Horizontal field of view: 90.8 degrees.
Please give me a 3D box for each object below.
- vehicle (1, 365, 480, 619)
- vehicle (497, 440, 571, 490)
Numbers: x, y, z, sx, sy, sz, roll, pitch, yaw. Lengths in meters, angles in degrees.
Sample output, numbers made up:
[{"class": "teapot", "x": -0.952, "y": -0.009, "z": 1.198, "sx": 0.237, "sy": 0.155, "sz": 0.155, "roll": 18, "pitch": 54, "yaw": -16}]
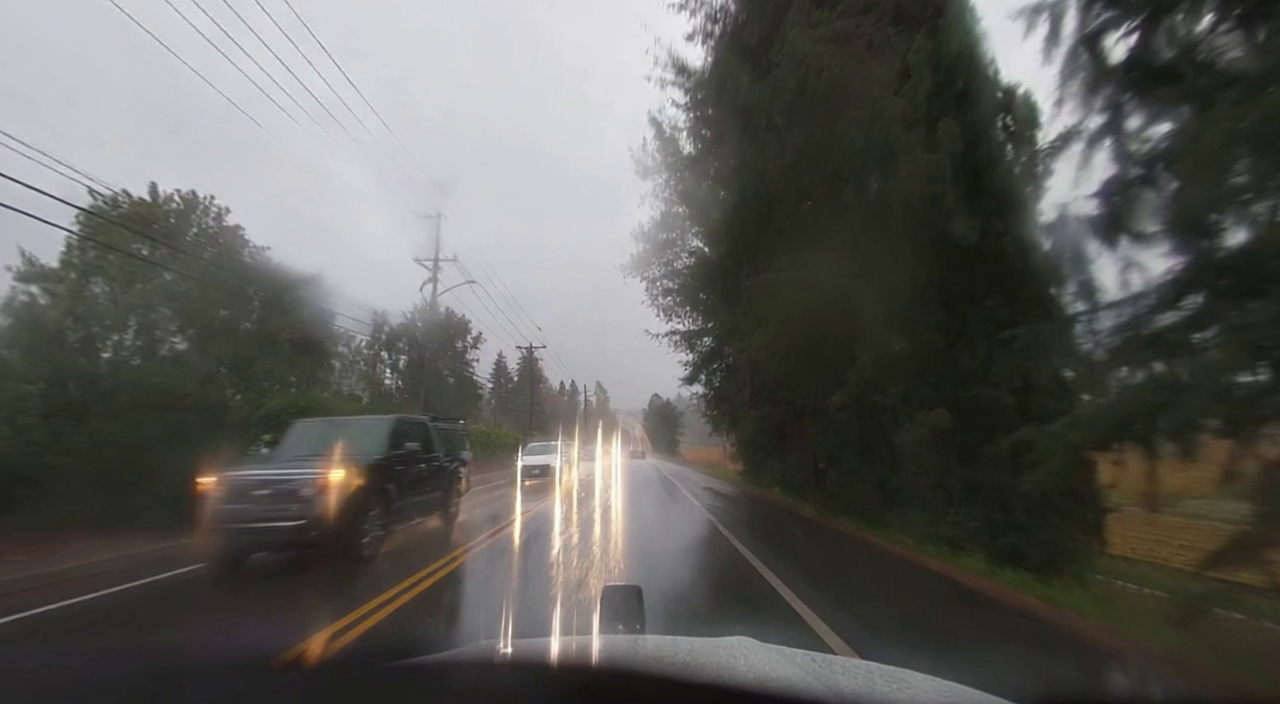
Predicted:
[{"class": "vehicle", "x": -4.378, "y": 1.667, "z": 8.812, "sx": 2.908, "sy": 2.204, "sz": 5.985, "roll": -2, "pitch": -8, "yaw": -2}, {"class": "vehicle", "x": -4.087, "y": 4.389, "z": 25.078, "sx": 2.238, "sy": 1.674, "sz": 4.657, "roll": -2, "pitch": -8, "yaw": -2}]
